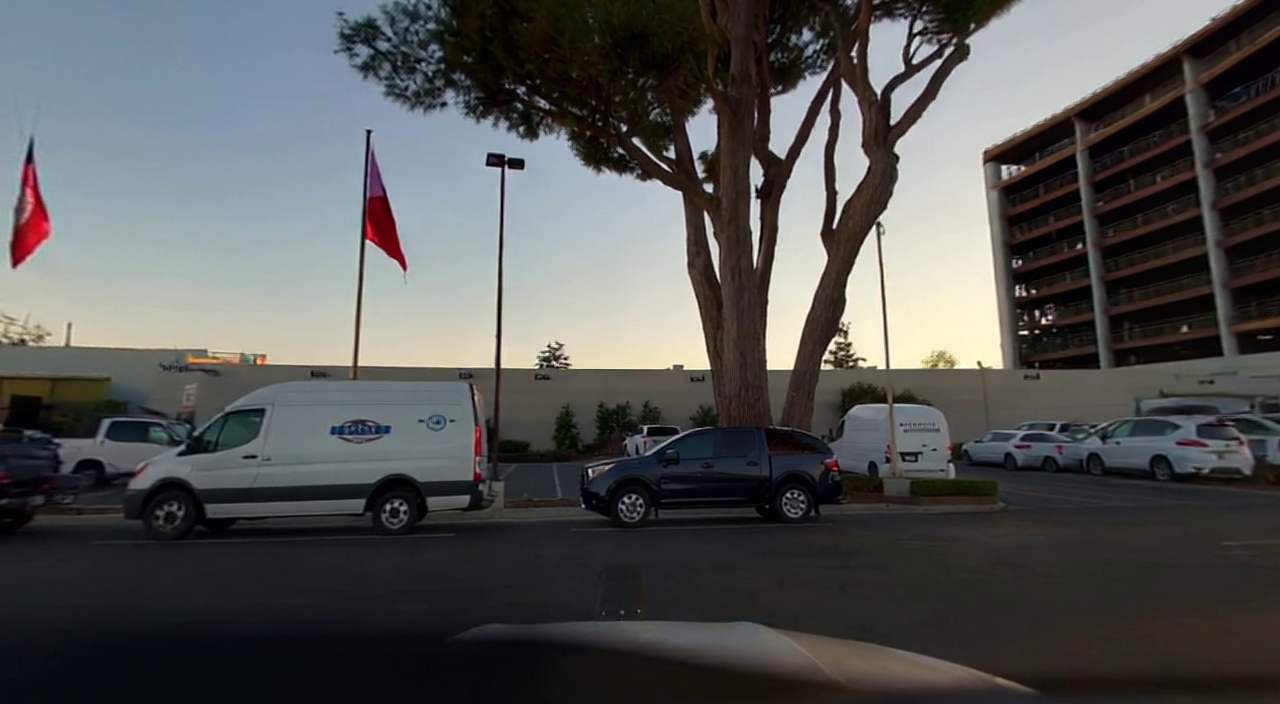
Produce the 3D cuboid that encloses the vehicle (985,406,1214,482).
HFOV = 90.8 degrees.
[{"bbox_3d":[15.087,3.096,21.535,2.228,2.126,6.632,-1,-8,-7],"label":"vehicle"}]

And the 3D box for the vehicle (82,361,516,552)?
[{"bbox_3d":[-5.208,1.716,10.742,5.899,2.757,2.257,1,-9,-8],"label":"vehicle"}]

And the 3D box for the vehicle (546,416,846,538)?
[{"bbox_3d":[0.851,2.176,11.385,4.992,1.894,2.043,2,-8,-8],"label":"vehicle"}]

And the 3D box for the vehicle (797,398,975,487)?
[{"bbox_3d":[7.312,2.842,19.804,2.491,2.324,5.986,1,-8,-8],"label":"vehicle"}]
